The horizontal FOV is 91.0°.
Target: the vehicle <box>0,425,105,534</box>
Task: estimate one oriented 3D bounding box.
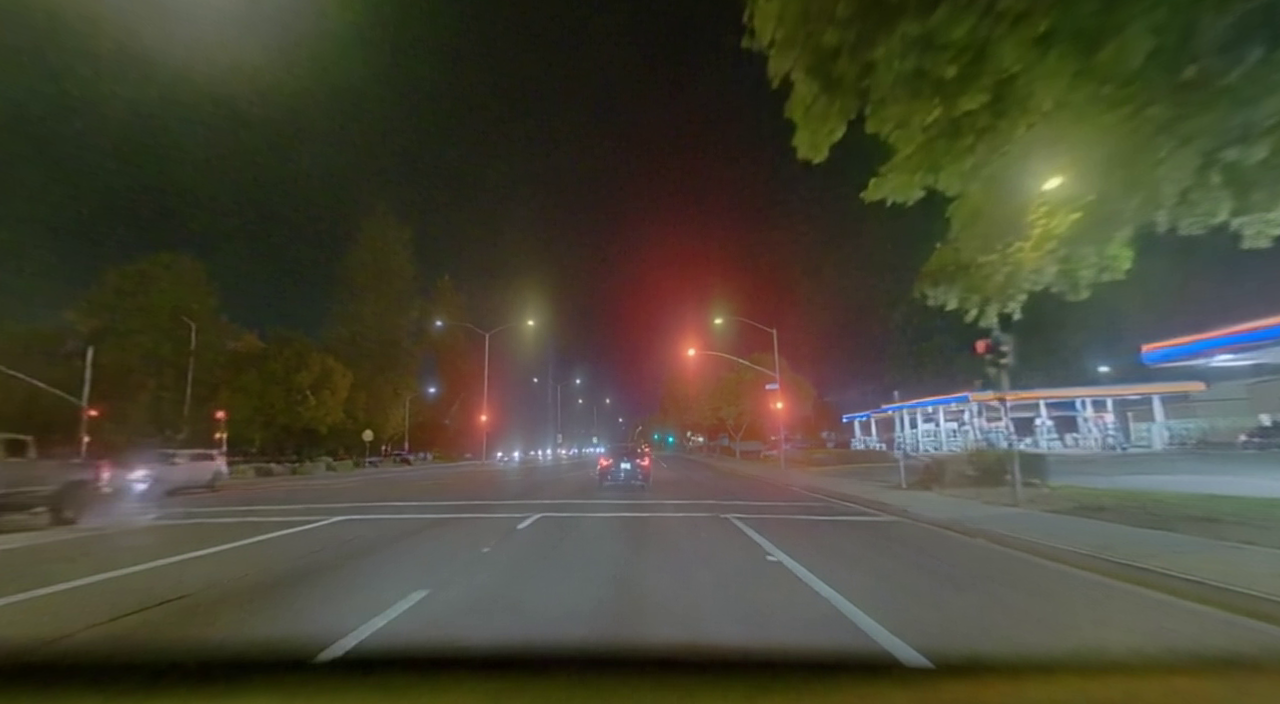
[{"bbox_3d":[-12.695,2.256,11.055,2.161,1.950,4.962,0,-8,0],"label":"vehicle"}]

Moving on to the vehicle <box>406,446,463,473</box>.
[{"bbox_3d":[-12.690,6.650,39.123,1.989,1.539,4.413,0,-9,1],"label":"vehicle"}]

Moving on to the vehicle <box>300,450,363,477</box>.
[{"bbox_3d":[-19.113,6.893,39.184,1.860,1.511,4.125,1,-9,-1],"label":"vehicle"}]

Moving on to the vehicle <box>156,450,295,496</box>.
[{"bbox_3d":[-15.601,4.546,24.078,1.960,1.508,4.794,0,-9,1],"label":"vehicle"}]

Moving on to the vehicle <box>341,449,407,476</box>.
[{"bbox_3d":[-16.050,6.662,38.284,1.920,1.481,4.660,0,-9,1],"label":"vehicle"}]

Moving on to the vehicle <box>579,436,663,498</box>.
[{"bbox_3d":[-0.461,3.163,17.724,2.062,1.519,4.214,0,-8,0],"label":"vehicle"}]
